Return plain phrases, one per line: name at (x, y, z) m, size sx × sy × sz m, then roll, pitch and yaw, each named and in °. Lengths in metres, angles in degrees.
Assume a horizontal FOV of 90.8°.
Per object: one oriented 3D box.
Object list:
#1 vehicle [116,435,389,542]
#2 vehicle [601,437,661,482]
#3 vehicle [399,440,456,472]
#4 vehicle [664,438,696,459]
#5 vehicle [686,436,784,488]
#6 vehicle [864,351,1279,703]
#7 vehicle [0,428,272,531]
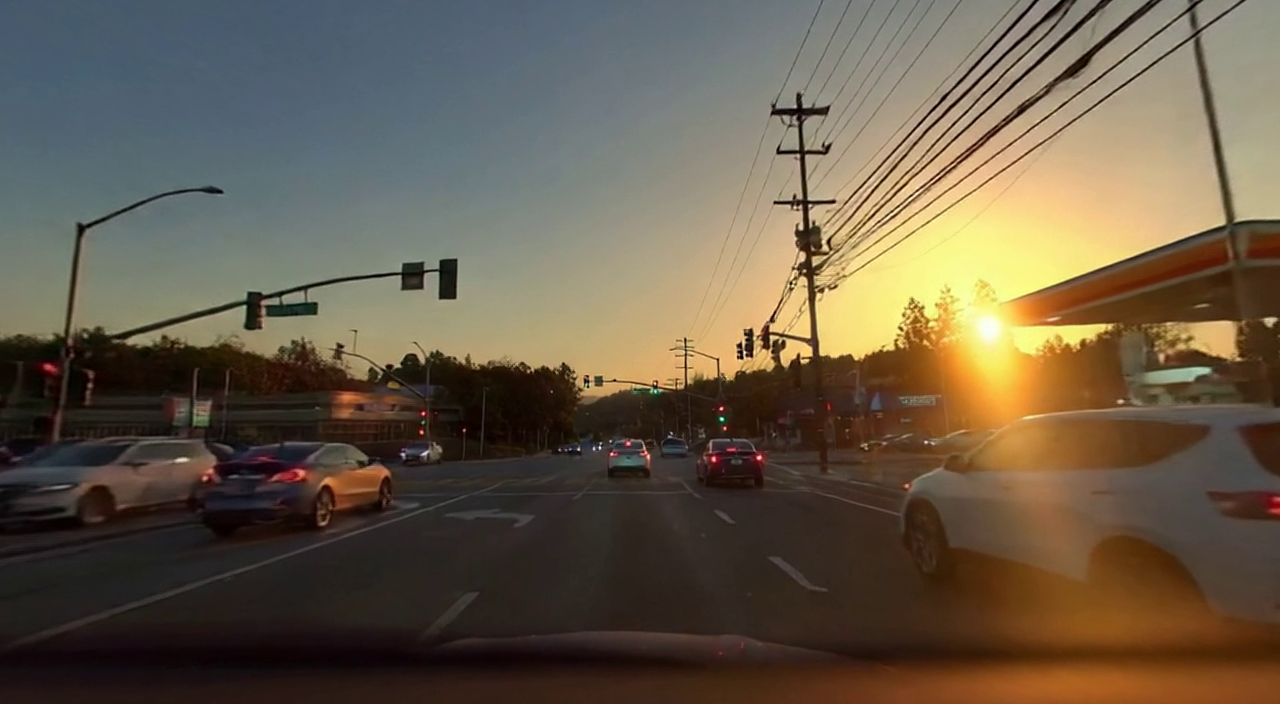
vehicle at (-6.285, 2.231, 11.021) m, size 2.075 × 1.470 × 4.190 m, roll -1°, pitch -9°, yaw 0°
vehicle at (-0.347, 3.949, 23.509) m, size 2.065 × 1.484 × 3.894 m, roll 0°, pitch -8°, yaw -1°
vehicle at (-14.504, 7.104, 43.462) m, size 2.233 × 2.072 × 4.813 m, roll 0°, pitch -9°, yaw 0°
vehicle at (2.923, 7.190, 47.040) m, size 1.971 × 1.477 × 4.121 m, roll 0°, pitch -9°, yaw -2°
vehicle at (2.856, 3.455, 20.162) m, size 2.208 × 1.436 × 4.542 m, roll 0°, pitch -9°, yaw -3°
vehicle at (3.796, 1.159, 4.797) m, size 2.452 × 1.682 × 4.565 m, roll 0°, pitch -8°, yaw -1°
vehicle at (-10.667, 2.694, 13.987) m, size 2.139 × 1.836 × 4.843 m, roll 0°, pitch -9°, yaw -1°
